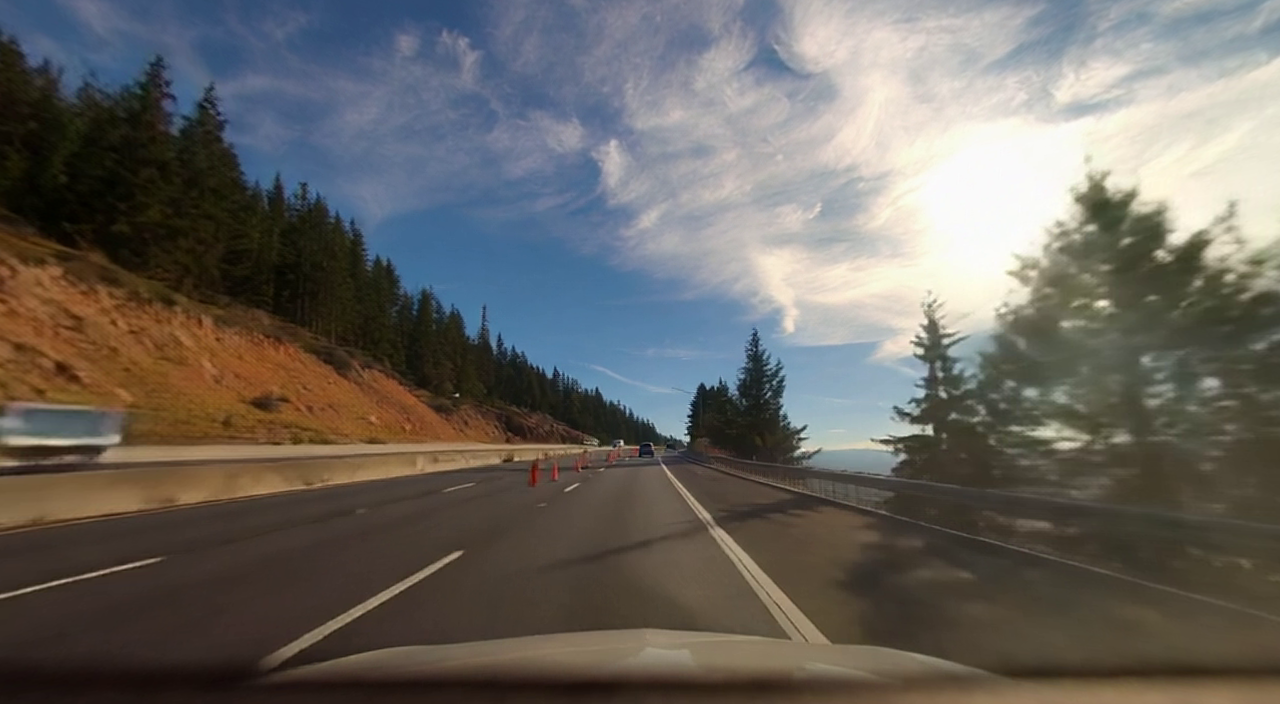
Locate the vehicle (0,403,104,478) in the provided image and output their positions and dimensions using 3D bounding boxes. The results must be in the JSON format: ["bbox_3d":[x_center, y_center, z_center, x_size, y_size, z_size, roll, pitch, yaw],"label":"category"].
[{"bbox_3d":[-17.959,2.345,16.695,2.266,1.970,5.815,0,-9,2],"label":"vehicle"}]
